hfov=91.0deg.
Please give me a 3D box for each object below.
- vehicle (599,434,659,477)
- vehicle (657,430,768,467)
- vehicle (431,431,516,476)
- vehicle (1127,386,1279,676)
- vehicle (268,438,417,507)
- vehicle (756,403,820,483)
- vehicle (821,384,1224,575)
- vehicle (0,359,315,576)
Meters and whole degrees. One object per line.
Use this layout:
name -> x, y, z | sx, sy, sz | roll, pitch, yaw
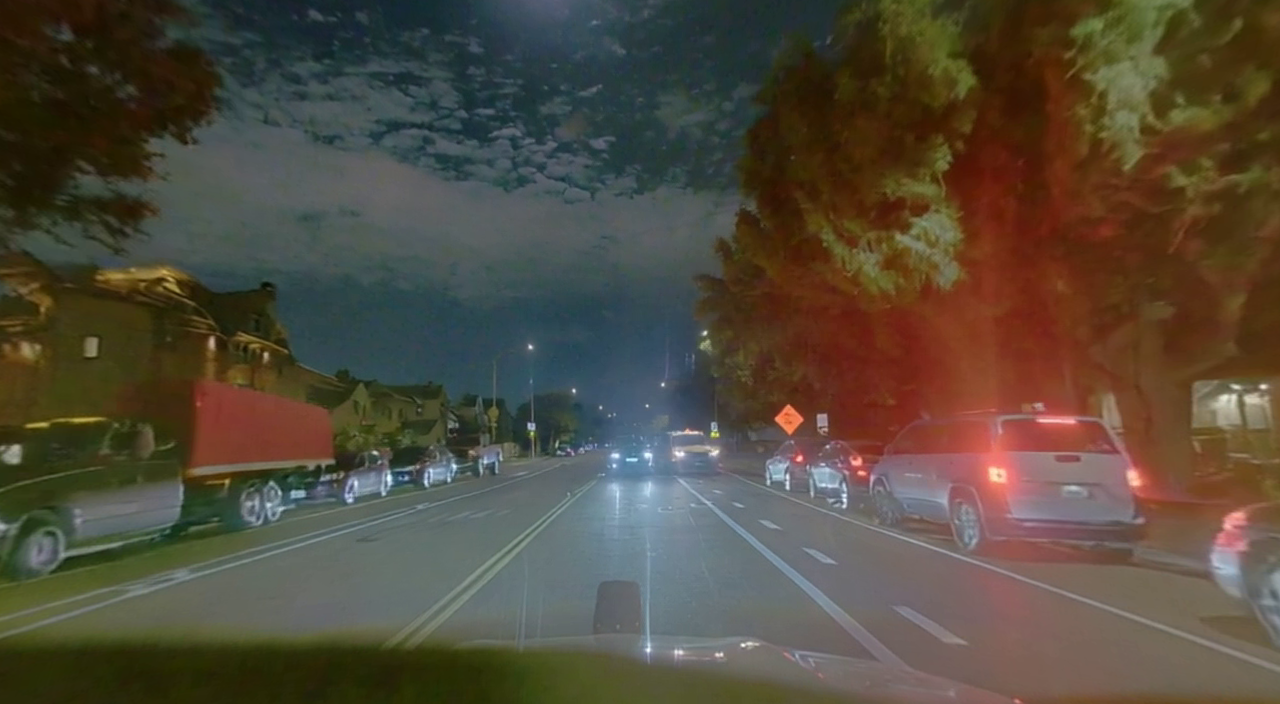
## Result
vehicle -> -0.349, 3.981, 24.413 | 2.151, 1.481, 4.084 | 0, -8, 1
vehicle -> 3.901, 5.236, 34.079 | 5.503, 1.853, 2.218 | -4, -9, 25
vehicle -> -8.262, 5.129, 32.066 | 2.659, 2.047, 6.014 | 0, -8, 0
vehicle -> 4.941, 0.882, 2.473 | 2.225, 1.715, 4.755 | 0, -8, 0
vehicle -> -8.069, 3.280, 17.652 | 2.036, 1.676, 4.440 | 0, -8, -1
vehicle -> 5.171, 3.219, 22.294 | 1.409, 2.648, 2.645 | 0, -9, -4
vehicle -> 4.800, 1.747, 9.501 | 2.279, 1.946, 5.925 | 0, -8, -1
vehicle -> -7.617, 1.707, 9.906 | 2.526, 2.631, 4.228 | 0, -8, 2
